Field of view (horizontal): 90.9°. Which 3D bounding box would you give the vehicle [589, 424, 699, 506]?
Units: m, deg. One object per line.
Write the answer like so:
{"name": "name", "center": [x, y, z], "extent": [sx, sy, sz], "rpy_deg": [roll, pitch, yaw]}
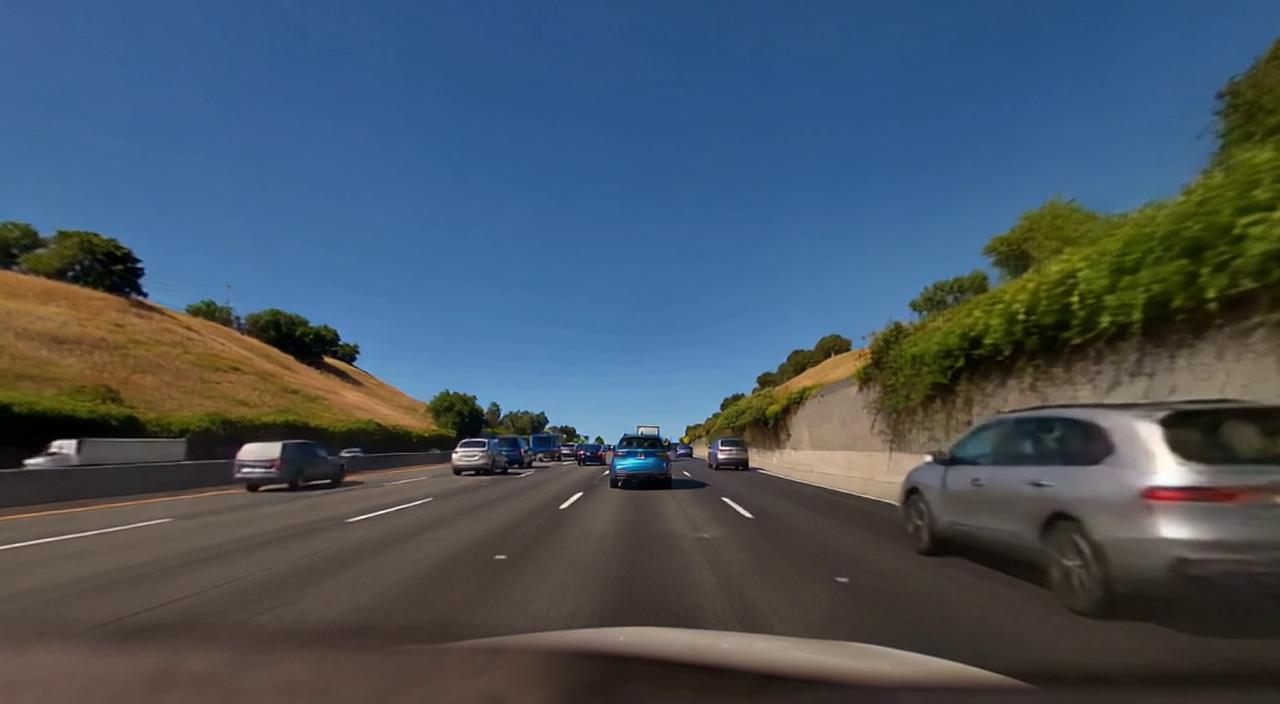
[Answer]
{"name": "vehicle", "center": [0.094, 2.849, 16.294], "extent": [2.447, 1.804, 4.273], "rpy_deg": [0, -9, 0]}

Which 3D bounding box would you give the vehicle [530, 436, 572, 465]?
{"name": "vehicle", "center": [-6.441, 7.194, 46.227], "extent": [2.294, 1.982, 5.040], "rpy_deg": [0, -9, 1]}

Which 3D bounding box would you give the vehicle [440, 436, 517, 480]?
{"name": "vehicle", "center": [-6.765, 4.498, 26.975], "extent": [2.024, 1.706, 4.462], "rpy_deg": [0, -9, 1]}

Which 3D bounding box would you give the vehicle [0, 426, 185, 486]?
{"name": "vehicle", "center": [-31.966, 5.951, 36.553], "extent": [2.962, 2.915, 11.161], "rpy_deg": [0, -9, 0]}

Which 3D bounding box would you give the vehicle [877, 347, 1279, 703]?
{"name": "vehicle", "center": [3.904, 1.174, 5.198], "extent": [2.092, 1.723, 4.629], "rpy_deg": [0, -9, 0]}

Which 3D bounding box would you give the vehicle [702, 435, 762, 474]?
{"name": "vehicle", "center": [4.652, 5.294, 32.797], "extent": [2.204, 1.852, 5.845], "rpy_deg": [0, -9, 0]}

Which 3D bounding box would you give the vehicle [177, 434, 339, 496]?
{"name": "vehicle", "center": [-11.452, 3.413, 19.402], "extent": [1.999, 1.643, 4.717], "rpy_deg": [0, -9, 0]}
